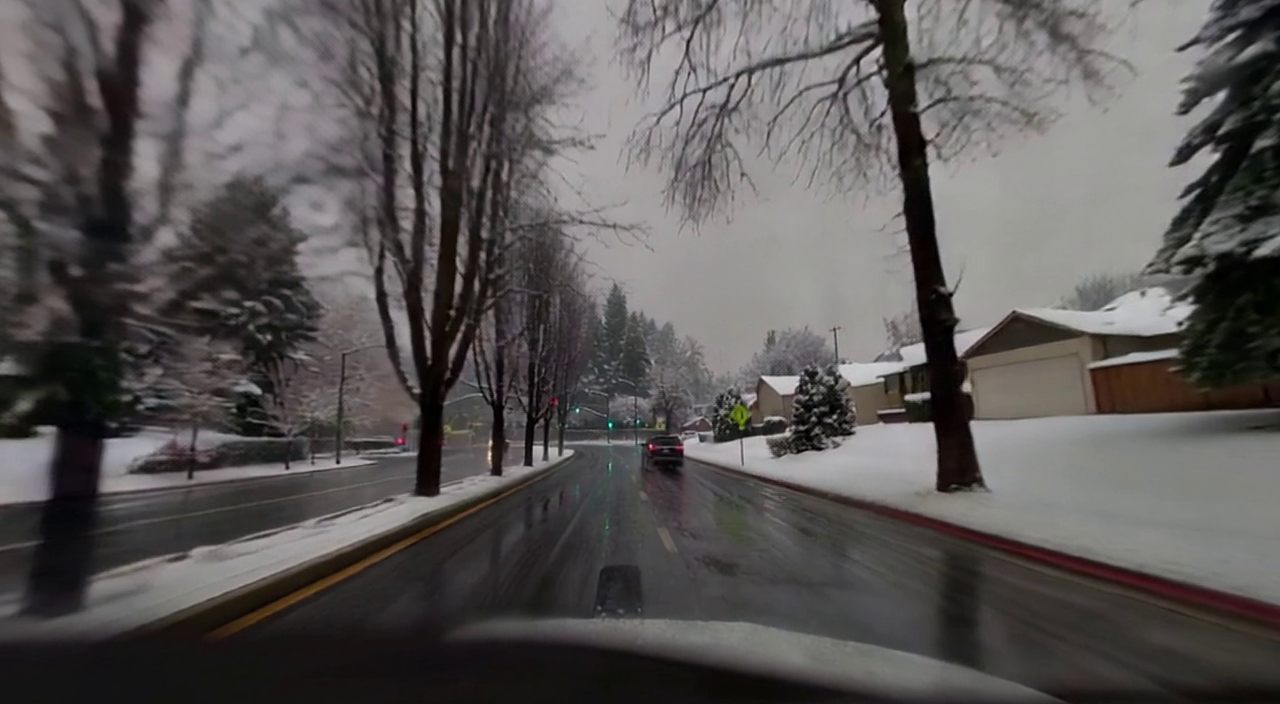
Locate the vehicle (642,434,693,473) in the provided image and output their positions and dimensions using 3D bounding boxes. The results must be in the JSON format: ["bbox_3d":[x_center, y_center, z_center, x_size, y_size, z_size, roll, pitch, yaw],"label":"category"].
[{"bbox_3d":[1.234,4.860,30.326,1.990,1.707,4.225,0,-8,-4],"label":"vehicle"}]
